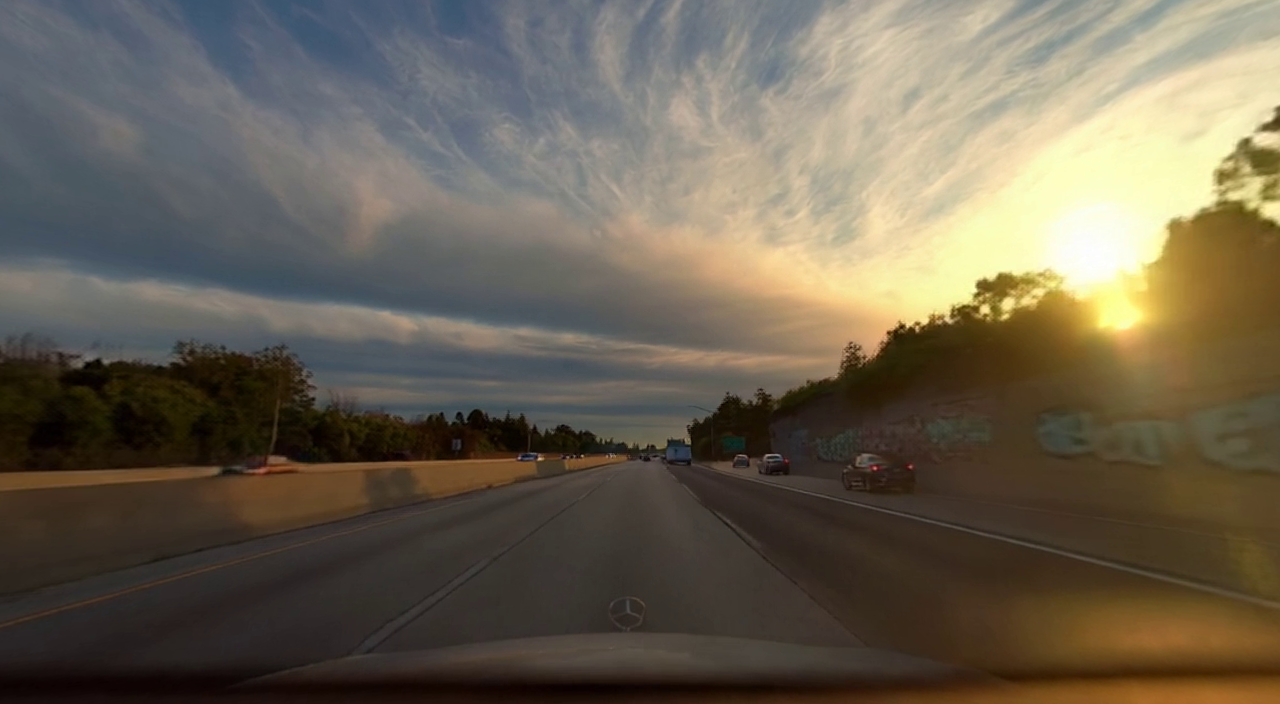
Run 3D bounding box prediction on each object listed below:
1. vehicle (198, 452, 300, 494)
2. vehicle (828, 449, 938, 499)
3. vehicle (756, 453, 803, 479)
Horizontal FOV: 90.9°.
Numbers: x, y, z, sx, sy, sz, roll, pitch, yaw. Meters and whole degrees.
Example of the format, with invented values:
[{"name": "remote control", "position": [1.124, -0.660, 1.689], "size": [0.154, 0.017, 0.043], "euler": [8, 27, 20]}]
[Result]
[{"name": "vehicle", "position": [-15.692, 4.828, 25.507], "size": [1.782, 1.545, 3.556], "euler": [0, -9, 1]}, {"name": "vehicle", "position": [8.036, 4.045, 21.339], "size": [1.907, 1.495, 4.517], "euler": [0, -9, 0]}, {"name": "vehicle", "position": [8.296, 6.814, 37.947], "size": [1.842, 1.475, 4.479], "euler": [0, -9, 0]}]
